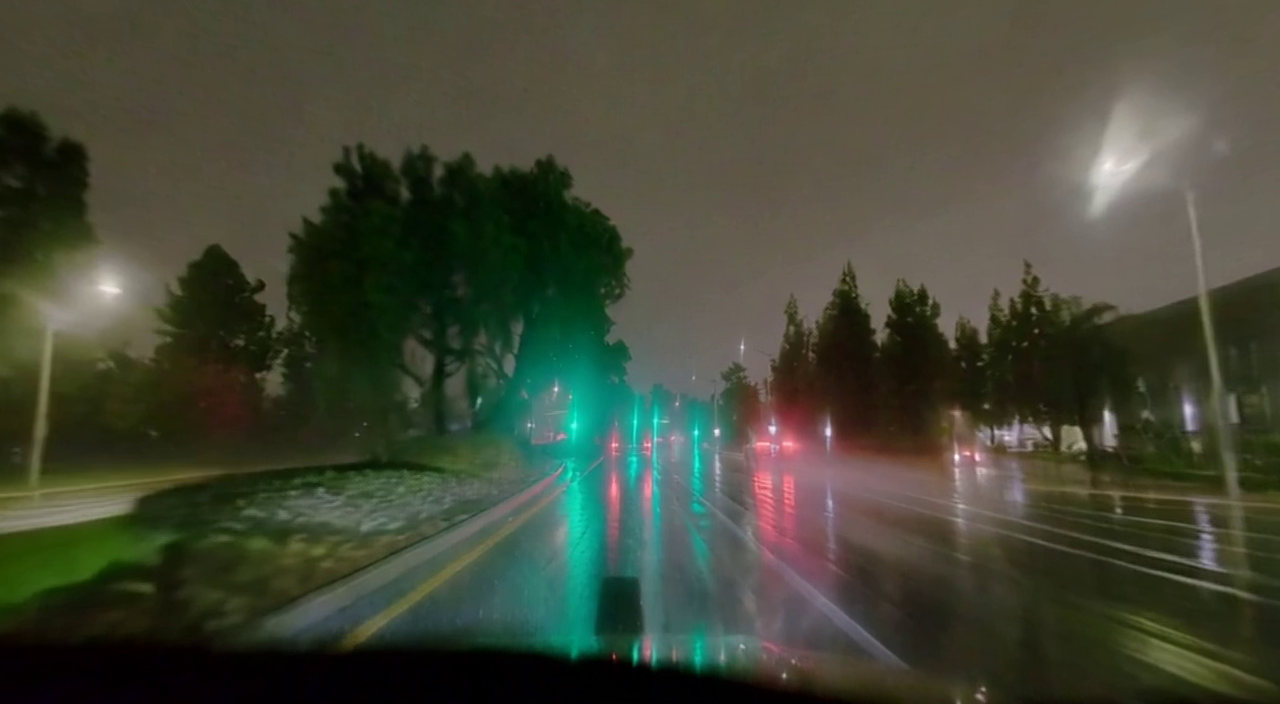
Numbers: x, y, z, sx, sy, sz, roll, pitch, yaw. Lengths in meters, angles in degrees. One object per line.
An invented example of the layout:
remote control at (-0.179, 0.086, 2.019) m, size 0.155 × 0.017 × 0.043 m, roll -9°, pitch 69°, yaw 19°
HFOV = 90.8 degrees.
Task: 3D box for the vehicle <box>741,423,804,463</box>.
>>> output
vehicle at (6.411, 4.493, 31.116) m, size 2.026 × 1.804 × 4.565 m, roll 0°, pitch -8°, yaw -1°

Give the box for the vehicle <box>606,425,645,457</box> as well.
vehicle at (-0.878, 5.312, 37.670) m, size 2.193 × 1.794 × 4.457 m, roll 0°, pitch -8°, yaw -2°
